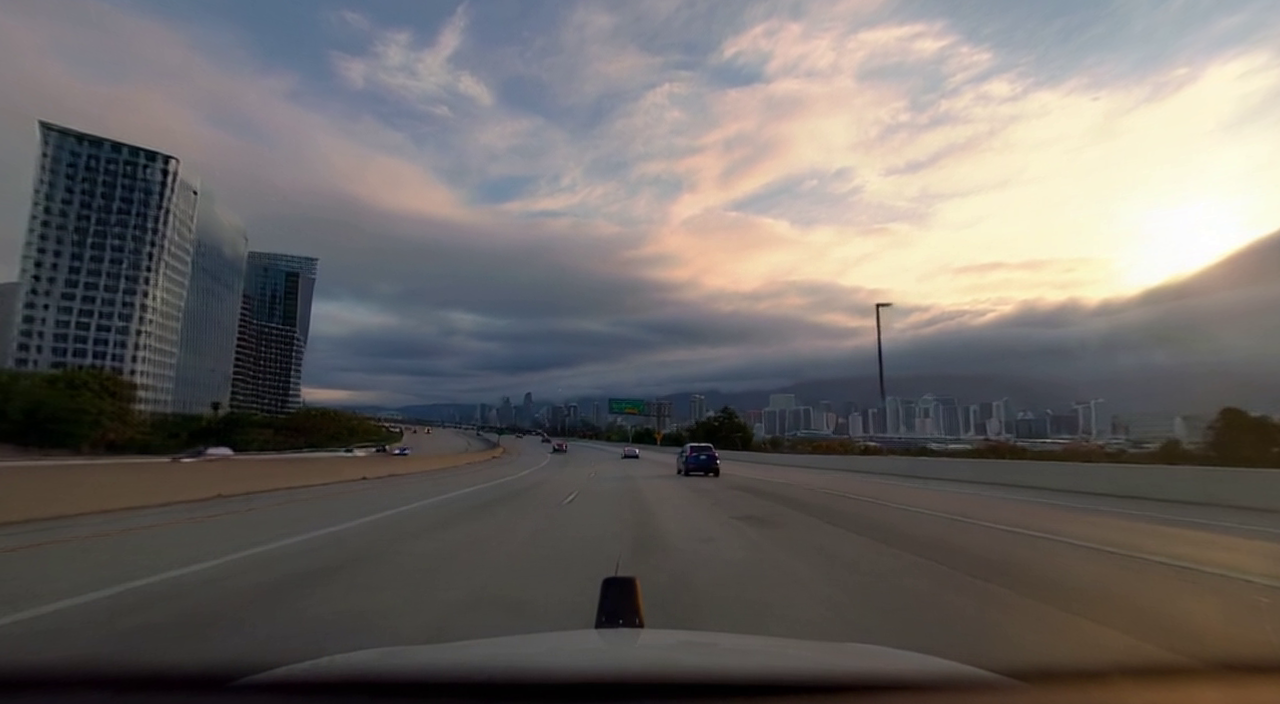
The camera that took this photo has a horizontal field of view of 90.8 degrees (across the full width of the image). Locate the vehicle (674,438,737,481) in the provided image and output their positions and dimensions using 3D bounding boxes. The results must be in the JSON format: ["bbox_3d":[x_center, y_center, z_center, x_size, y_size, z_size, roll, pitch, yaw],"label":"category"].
[{"bbox_3d":[2.931,4.938,29.326,2.110,1.780,4.682,0,-8,-4],"label":"vehicle"}]

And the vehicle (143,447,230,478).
[{"bbox_3d":[-25.995,6.331,36.458,1.914,1.650,4.384,0,-8,-3],"label":"vehicle"}]
